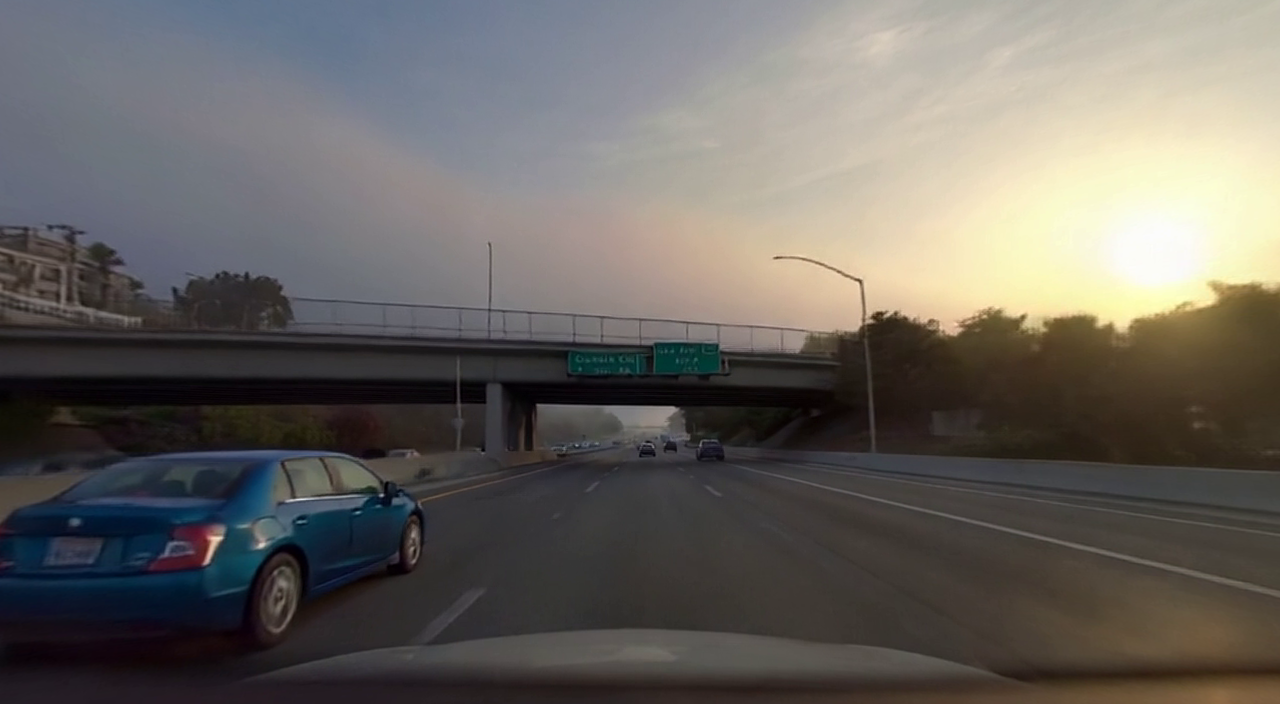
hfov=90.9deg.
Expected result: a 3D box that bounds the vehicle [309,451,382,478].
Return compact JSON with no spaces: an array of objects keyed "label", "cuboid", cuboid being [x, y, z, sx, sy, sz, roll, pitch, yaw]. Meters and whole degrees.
[{"label":"vehicle","cuboid":[-18.240,6.975,39.353,2.143,1.478,4.829,0,-8,1]}]

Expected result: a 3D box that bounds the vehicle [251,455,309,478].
[{"label":"vehicle","cuboid":[-25.111,7.976,44.108,1.791,1.520,3.763,0,-8,1]}]

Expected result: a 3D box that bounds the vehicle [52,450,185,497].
[{"label":"vehicle","cuboid":[-21.421,4.949,26.169,1.902,1.751,4.150,0,-8,0]}]
